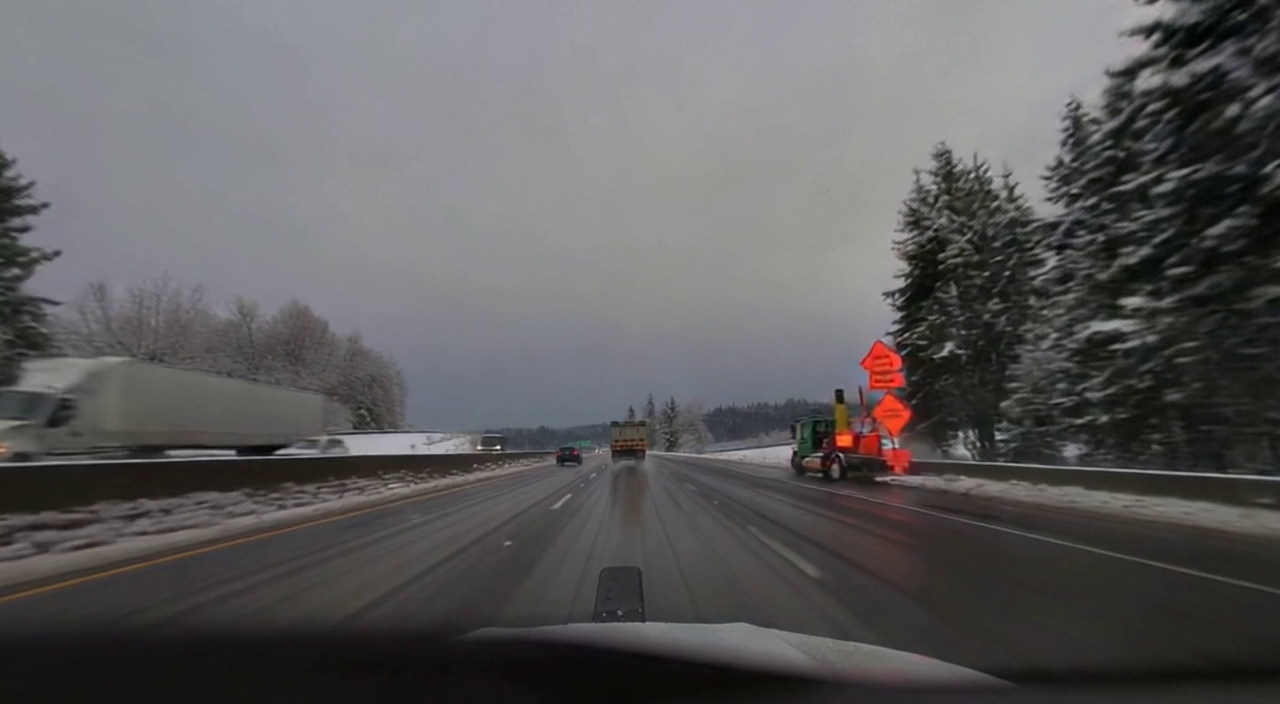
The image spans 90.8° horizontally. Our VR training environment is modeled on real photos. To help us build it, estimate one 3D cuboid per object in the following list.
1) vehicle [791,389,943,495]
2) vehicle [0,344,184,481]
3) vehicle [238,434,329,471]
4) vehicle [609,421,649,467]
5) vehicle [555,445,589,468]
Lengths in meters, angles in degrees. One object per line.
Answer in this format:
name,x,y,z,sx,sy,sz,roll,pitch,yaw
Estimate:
vehicle,6.913,2.900,20.242,2.419,2.874,6.010,0,-9,-2
vehicle,-18.905,2.147,20.958,2.930,3.933,5.854,0,-9,-1
vehicle,-15.392,4.378,27.481,1.773,1.465,3.804,0,-9,-1
vehicle,-0.851,6.689,45.693,2.672,3.056,6.900,0,-9,-2
vehicle,-4.666,7.213,43.811,1.991,1.484,4.110,0,-9,-1
